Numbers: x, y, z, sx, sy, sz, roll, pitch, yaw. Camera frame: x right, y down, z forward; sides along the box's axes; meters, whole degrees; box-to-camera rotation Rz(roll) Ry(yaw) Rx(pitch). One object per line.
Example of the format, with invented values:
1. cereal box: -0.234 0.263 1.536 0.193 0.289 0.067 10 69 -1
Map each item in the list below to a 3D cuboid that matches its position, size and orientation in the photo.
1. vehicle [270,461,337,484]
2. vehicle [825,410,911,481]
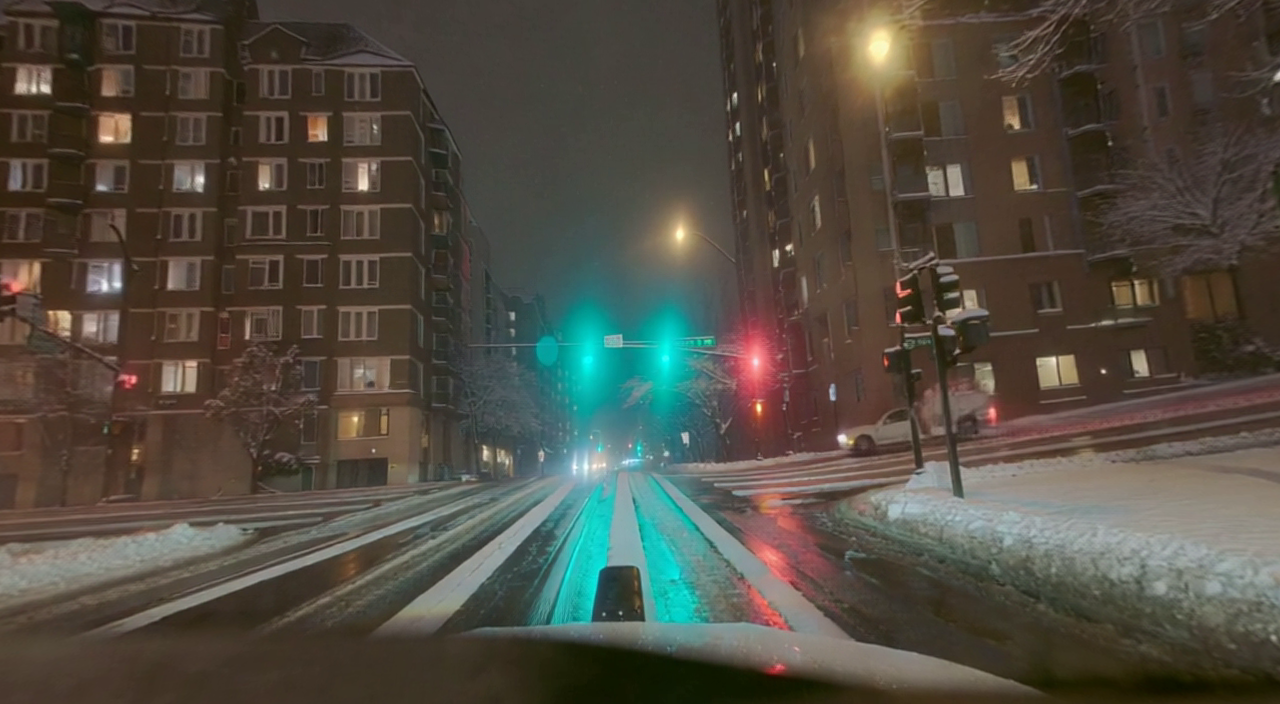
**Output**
1. vehicle: -24.677 8.824 46.283 3.882 1.600 1.768 0 -9 2
2. vehicle: 11.433 4.625 31.073 2.948 3.071 7.295 -4 -10 27
